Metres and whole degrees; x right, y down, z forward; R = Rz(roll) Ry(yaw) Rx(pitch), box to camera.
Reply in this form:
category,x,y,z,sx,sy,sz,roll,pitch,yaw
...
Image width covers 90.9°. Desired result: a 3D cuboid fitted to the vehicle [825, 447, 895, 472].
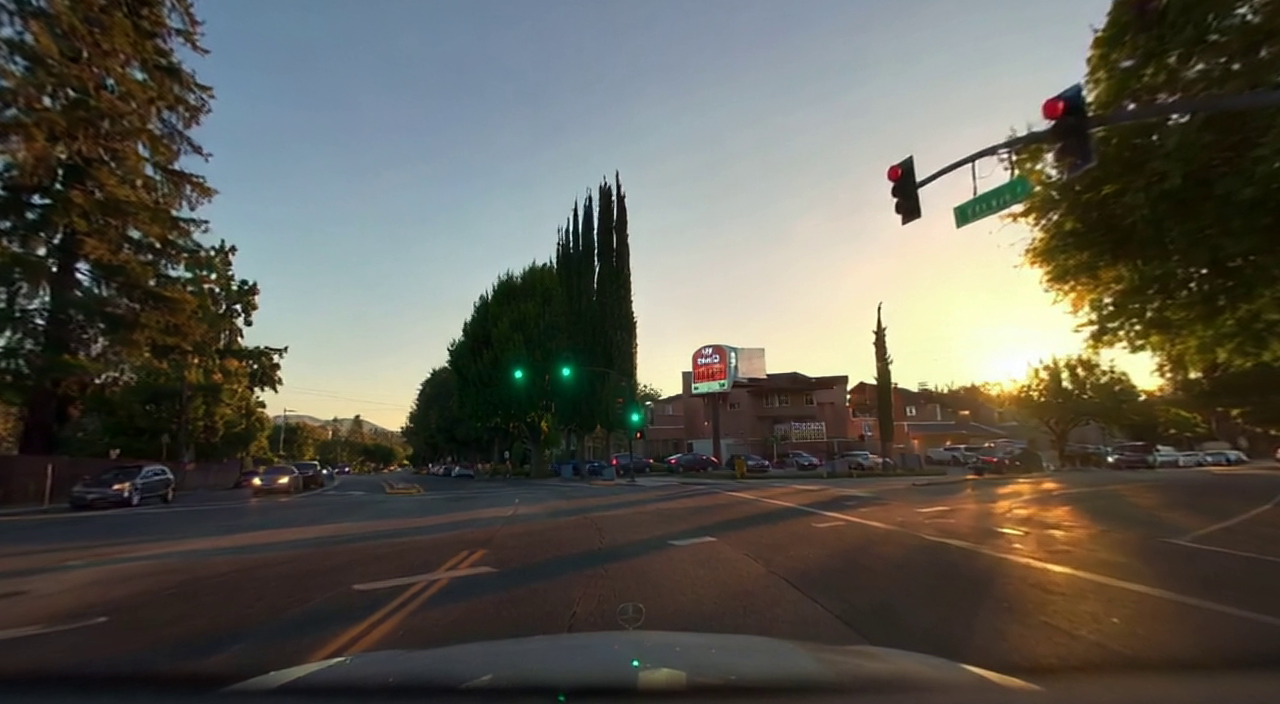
category,x,y,z,sx,sy,sz,roll,pitch,yaw
vehicle,15.741,7.657,45.069,4.530,1.696,1.979,4,-10,-26

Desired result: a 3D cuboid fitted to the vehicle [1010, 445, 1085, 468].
category,x,y,z,sx,sy,sz,roll,pitch,yaw
vehicle,32.095,8.181,49.673,2.100,1.740,4.454,8,-12,-42

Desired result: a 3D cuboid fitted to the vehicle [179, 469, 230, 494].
category,x,y,z,sx,sy,sz,roll,pitch,yaw
vehicle,-30.808,9.134,44.757,1.842,1.474,4.712,3,-9,-21

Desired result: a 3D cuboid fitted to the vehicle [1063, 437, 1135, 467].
category,x,y,z,sx,sy,sz,roll,pitch,yaw
vehicle,30.251,6.546,41.481,4.781,1.849,2.355,6,-11,-36

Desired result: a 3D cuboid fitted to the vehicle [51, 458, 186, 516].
category,x,y,z,sx,sy,sz,roll,pitch,yaw
vehicle,-19.236,4.935,23.578,2.124,1.793,4.709,3,-9,-17

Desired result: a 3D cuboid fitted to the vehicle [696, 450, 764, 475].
category,x,y,z,sx,sy,sz,roll,pitch,yaw
vehicle,6.498,7.943,45.399,4.375,1.685,2.045,4,-9,-24

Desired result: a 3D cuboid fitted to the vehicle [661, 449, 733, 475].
category,x,y,z,sx,sy,sz,roll,pitch,yaw
vehicle,4.344,8.289,47.770,5.314,1.829,2.018,6,-10,-33

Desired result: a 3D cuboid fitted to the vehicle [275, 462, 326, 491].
category,x,y,z,sx,sy,sz,roll,pitch,yaw
vehicle,-20.402,7.483,38.068,1.961,1.492,4.702,3,-9,-20
